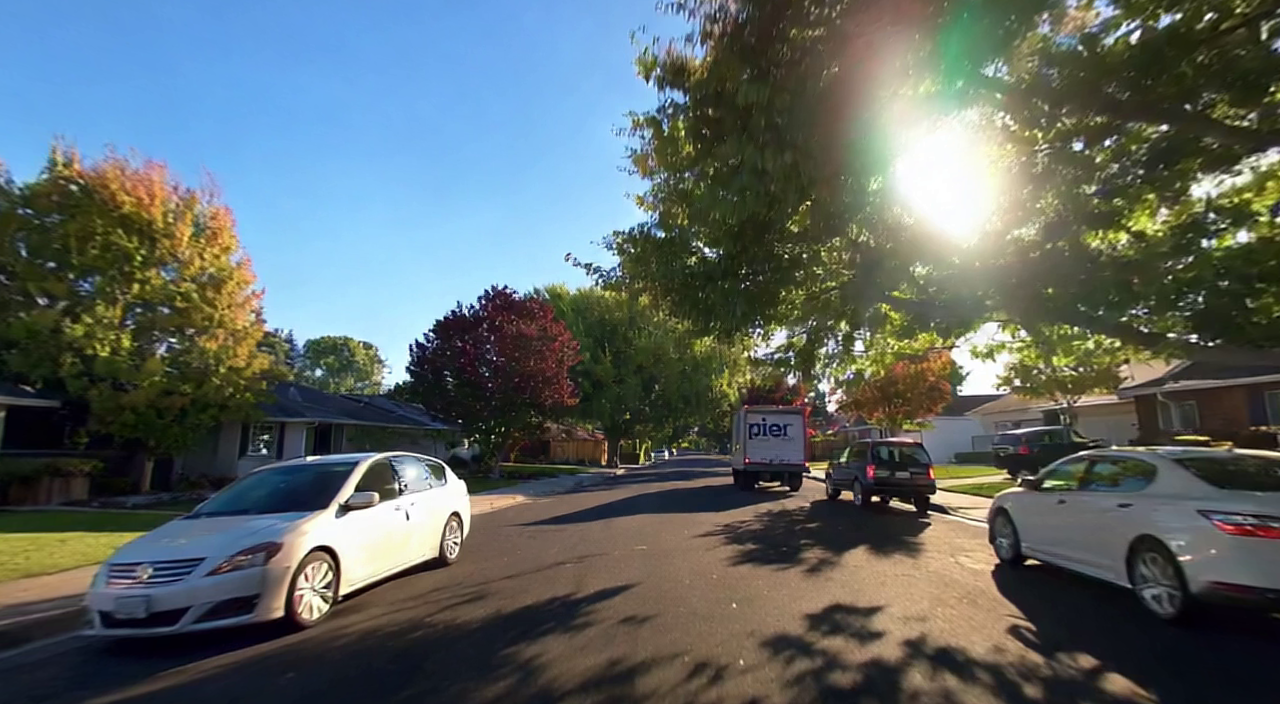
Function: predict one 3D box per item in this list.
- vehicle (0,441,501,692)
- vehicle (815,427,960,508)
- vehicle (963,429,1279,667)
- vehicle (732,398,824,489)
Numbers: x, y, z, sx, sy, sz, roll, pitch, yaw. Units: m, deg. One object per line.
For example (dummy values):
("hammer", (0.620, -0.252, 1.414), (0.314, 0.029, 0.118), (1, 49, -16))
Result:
("vehicle", (-3.262, 1.723, 6.495), (1.938, 1.402, 5.095), (2, -9, 7))
("vehicle", (6.533, 3.082, 17.268), (2.410, 1.902, 4.277), (-1, -8, 4))
("vehicle", (5.251, 1.583, 6.258), (1.943, 1.511, 4.582), (-1, -8, 5))
("vehicle", (5.177, 3.630, 24.922), (2.924, 3.018, 7.600), (-1, -9, 8))
